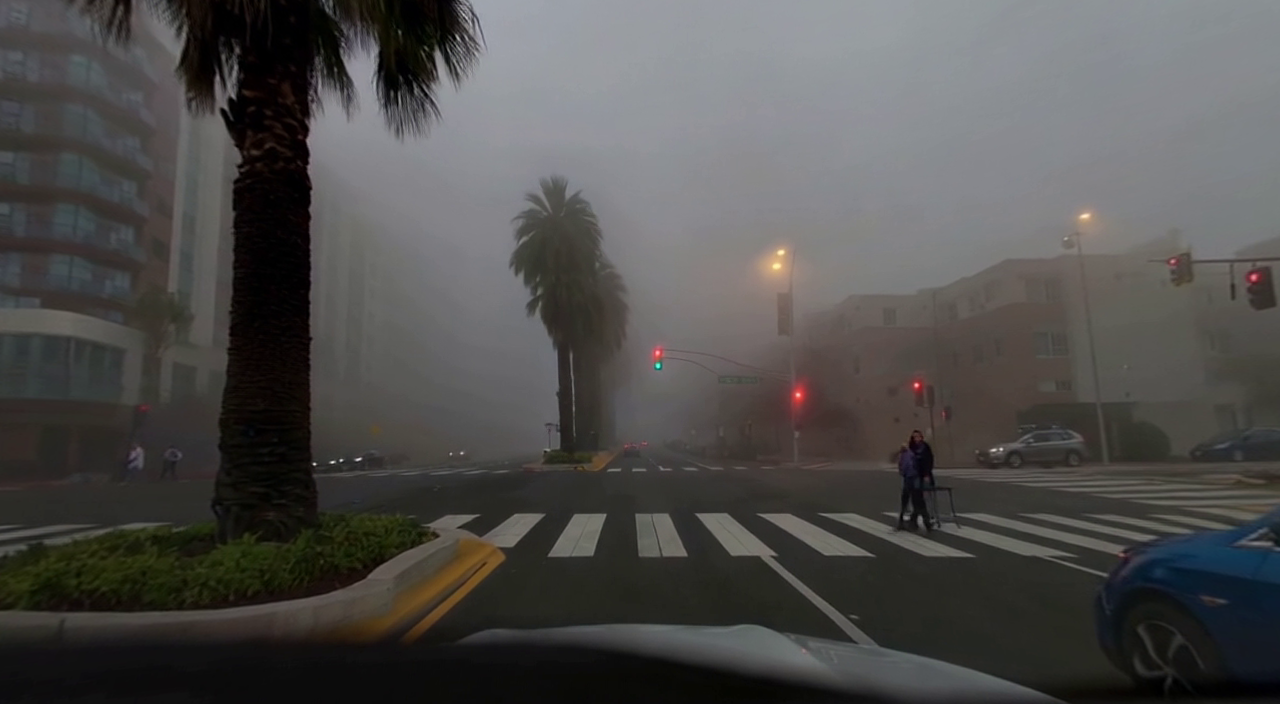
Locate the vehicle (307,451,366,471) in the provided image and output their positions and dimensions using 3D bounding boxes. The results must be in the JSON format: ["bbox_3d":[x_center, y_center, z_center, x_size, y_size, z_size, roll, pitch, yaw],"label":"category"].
[{"bbox_3d":[-23.645,8.474,49.415,1.955,1.480,5.163,0,-9,1],"label":"vehicle"}]

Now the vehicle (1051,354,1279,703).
[{"bbox_3d":[3.325,0.691,1.331,2.060,1.631,4.169,0,-9,0],"label":"vehicle"}]
